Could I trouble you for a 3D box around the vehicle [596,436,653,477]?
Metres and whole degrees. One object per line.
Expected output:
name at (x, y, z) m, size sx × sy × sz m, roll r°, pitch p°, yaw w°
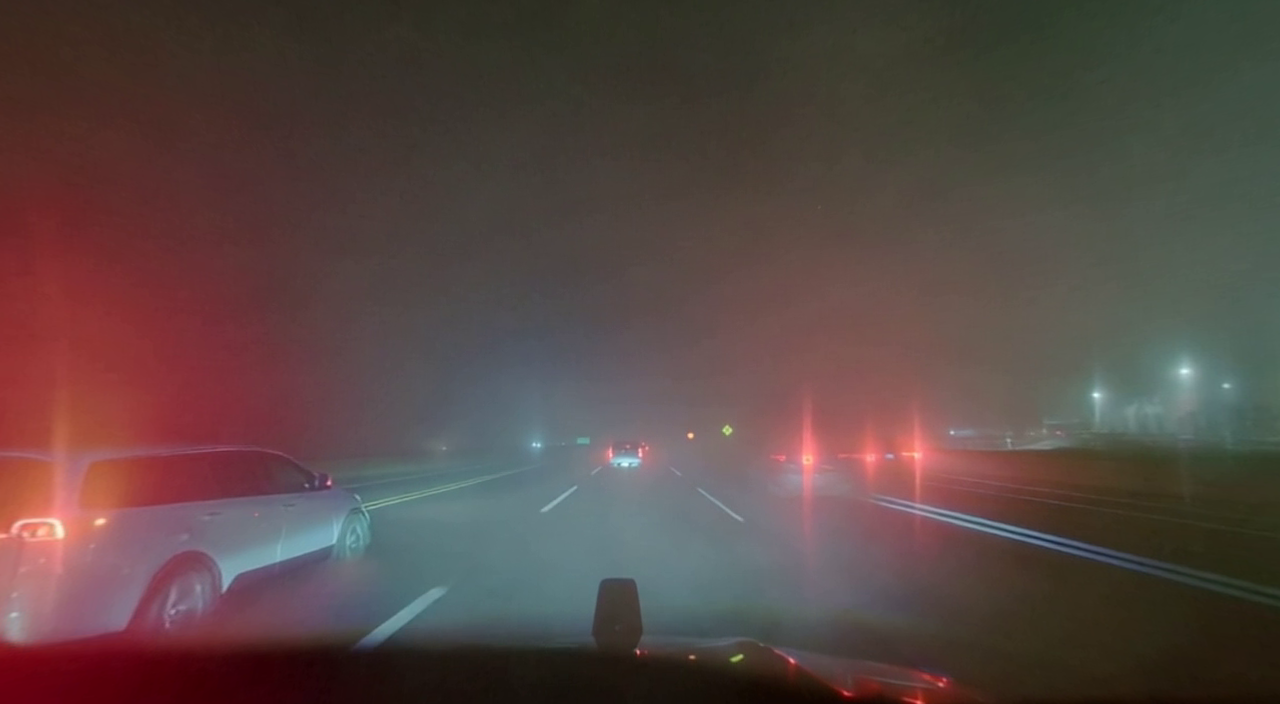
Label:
vehicle at (-0.589, 4.308, 26.119) m, size 2.147 × 1.576 × 3.964 m, roll 0°, pitch -8°, yaw 0°
